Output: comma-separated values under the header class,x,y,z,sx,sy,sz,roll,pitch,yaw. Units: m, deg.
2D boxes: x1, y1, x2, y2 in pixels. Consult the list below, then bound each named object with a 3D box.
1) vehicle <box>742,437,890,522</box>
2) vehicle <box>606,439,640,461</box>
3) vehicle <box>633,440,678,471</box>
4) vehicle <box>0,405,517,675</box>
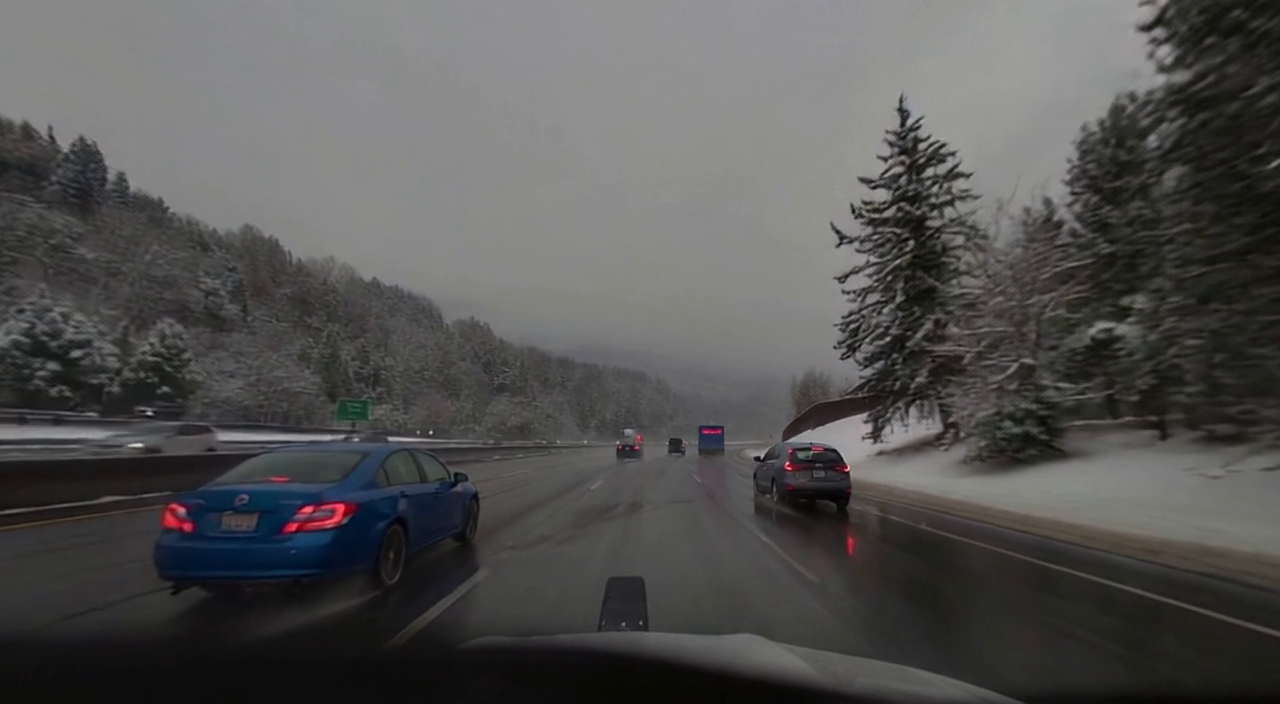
class,x,y,z,sx,sy,sz,roll,pitch,yaw
vehicle,3.551,2.636,13.664,2.013,1.464,4.317,1,-8,1
vehicle,-1.166,7.123,45.985,2.010,1.482,4.230,0,-8,5
vehicle,0.873,5.324,32.684,2.202,1.467,3.929,0,-8,3
vehicle,-2.741,1.408,6.033,2.031,1.491,4.792,0,-8,2
